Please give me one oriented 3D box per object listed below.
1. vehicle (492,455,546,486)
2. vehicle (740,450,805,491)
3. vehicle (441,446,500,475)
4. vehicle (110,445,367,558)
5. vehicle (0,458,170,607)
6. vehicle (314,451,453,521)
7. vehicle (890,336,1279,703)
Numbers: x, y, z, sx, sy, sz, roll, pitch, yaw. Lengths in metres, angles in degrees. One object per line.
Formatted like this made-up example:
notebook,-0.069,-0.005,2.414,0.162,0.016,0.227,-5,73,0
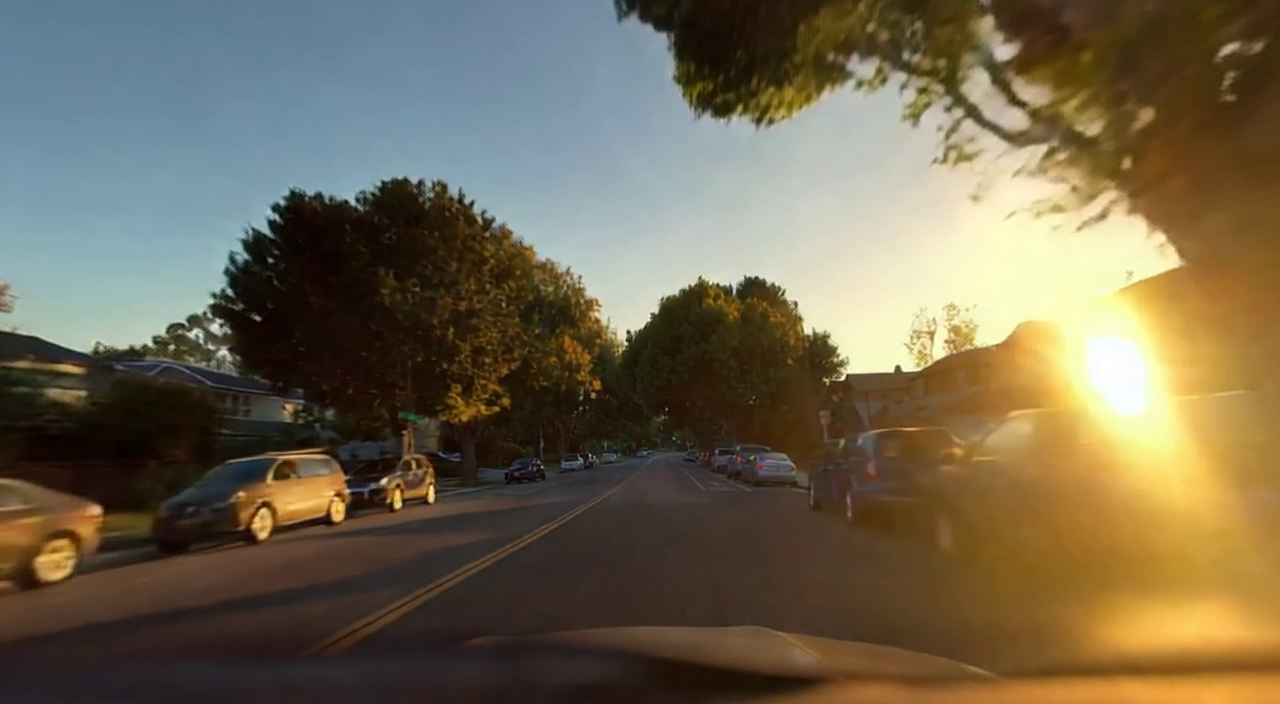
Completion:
vehicle,-6.524,6.407,34.443,1.903,1.463,4.526,-1,-8,2
vehicle,5.177,4.656,25.142,1.704,1.445,4.492,0,-8,1
vehicle,-12.303,7.857,45.794,3.513,1.829,1.976,-1,-7,12
vehicle,-7.426,2.739,12.407,1.973,1.755,4.528,-1,-8,1
vehicle,-7.591,1.907,6.509,1.948,1.477,4.518,-2,-9,1
vehicle,-7.204,3.761,18.325,1.996,1.628,4.603,-1,-8,2
vehicle,4.416,1.178,4.962,2.434,1.948,6.400,0,-8,2
